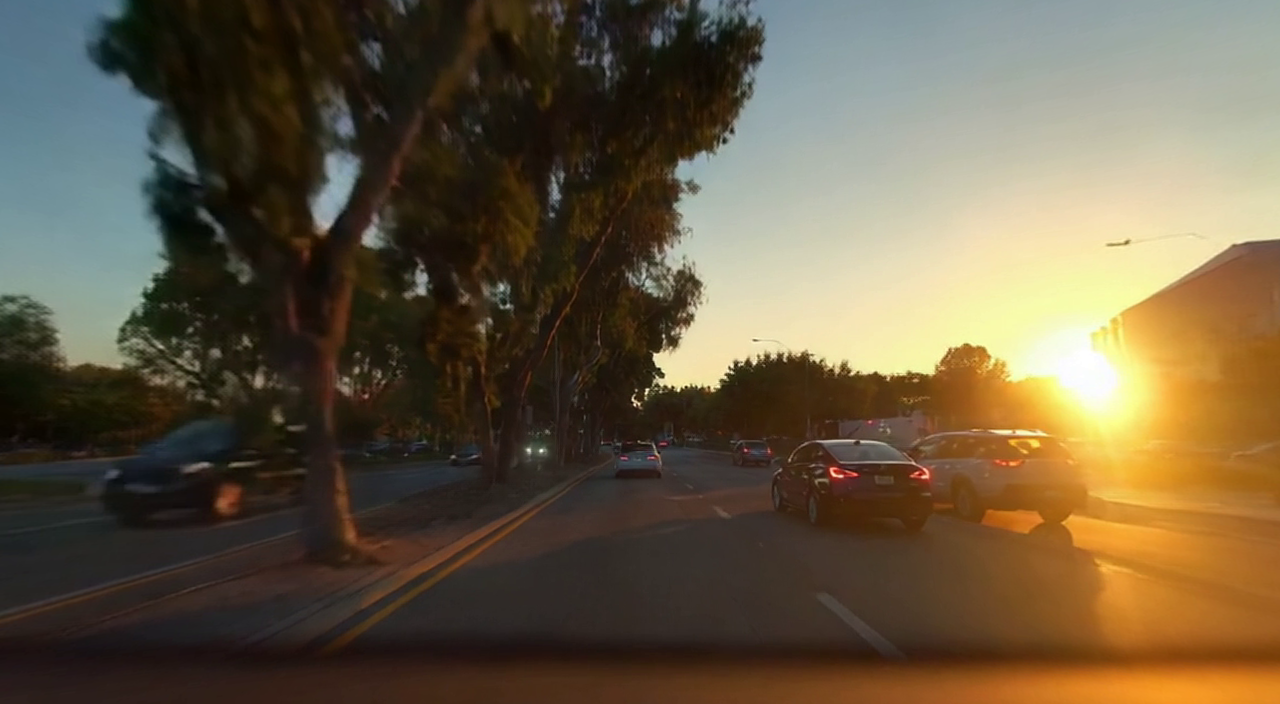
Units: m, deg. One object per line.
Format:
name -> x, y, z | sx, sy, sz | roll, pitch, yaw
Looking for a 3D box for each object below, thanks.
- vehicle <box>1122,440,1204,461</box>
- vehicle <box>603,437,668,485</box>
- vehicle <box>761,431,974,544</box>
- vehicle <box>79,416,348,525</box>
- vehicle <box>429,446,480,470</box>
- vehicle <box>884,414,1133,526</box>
vehicle -> 37.402, 7.076, 45.247 | 4.188, 1.438, 1.831 | 0, -9, -1
vehicle -> -0.158, 3.666, 21.447 | 1.994, 1.479, 3.647 | 0, -9, -1
vehicle -> 3.379, 2.091, 10.417 | 1.858, 1.466, 4.230 | 0, -9, -1
vehicle -> -9.008, 2.564, 14.242 | 2.246, 1.943, 5.493 | 0, -9, 0
vehicle -> -12.117, 6.902, 41.489 | 1.931, 1.477, 4.630 | 0, -9, 0
vehicle -> 6.929, 2.269, 12.685 | 2.134, 1.810, 4.590 | 0, -9, -1
